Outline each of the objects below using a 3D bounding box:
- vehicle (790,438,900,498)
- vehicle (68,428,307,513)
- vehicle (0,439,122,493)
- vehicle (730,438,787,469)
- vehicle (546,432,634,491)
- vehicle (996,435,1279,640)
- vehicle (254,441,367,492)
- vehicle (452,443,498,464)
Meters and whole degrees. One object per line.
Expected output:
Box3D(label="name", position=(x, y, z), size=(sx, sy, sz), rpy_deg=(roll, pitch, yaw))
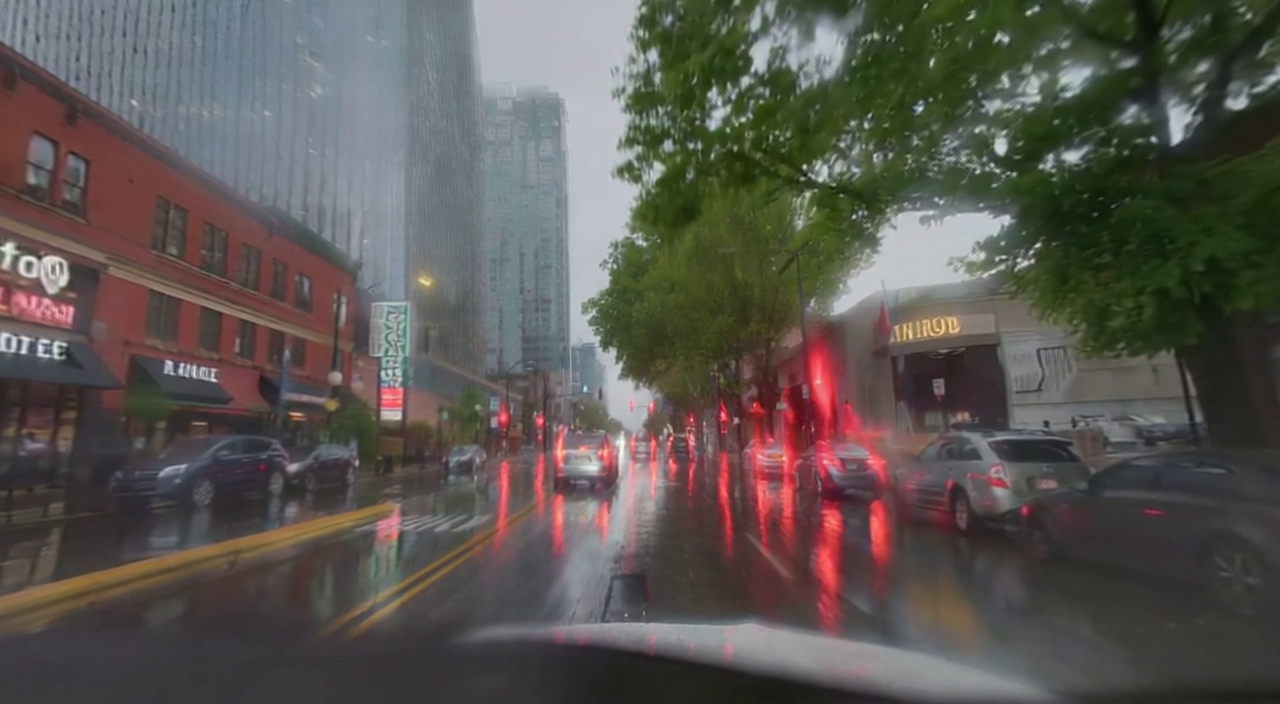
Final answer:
Box3D(label="vehicle", position=(5.845, 3.334, 18.527), size=(1.986, 1.555, 3.879), rpy_deg=(0, -8, 1))
Box3D(label="vehicle", position=(-12.556, 3.316, 18.306), size=(2.384, 2.044, 6.030), rpy_deg=(0, -8, 1))
Box3D(label="vehicle", position=(-20.496, 3.779, 21.190), size=(1.903, 1.629, 4.525), rpy_deg=(-1, -8, 7))
Box3D(label="vehicle", position=(6.043, 5.209, 32.573), size=(1.956, 1.446, 4.537), rpy_deg=(0, -8, -1))
Box3D(label="vehicle", position=(-1.475, 3.039, 17.914), size=(2.169, 1.427, 4.531), rpy_deg=(1, -8, -6))
Box3D(label="vehicle", position=(5.810, 1.618, 6.201), size=(1.961, 1.533, 4.473), rpy_deg=(0, -8, 0))
Box3D(label="vehicle", position=(-12.508, 4.334, 24.330), size=(2.000, 1.708, 4.494), rpy_deg=(-2, -8, -1))
Box3D(label="vehicle", position=(-12.395, 7.627, 47.633), size=(2.075, 1.472, 4.638), rpy_deg=(0, -8, 2))
